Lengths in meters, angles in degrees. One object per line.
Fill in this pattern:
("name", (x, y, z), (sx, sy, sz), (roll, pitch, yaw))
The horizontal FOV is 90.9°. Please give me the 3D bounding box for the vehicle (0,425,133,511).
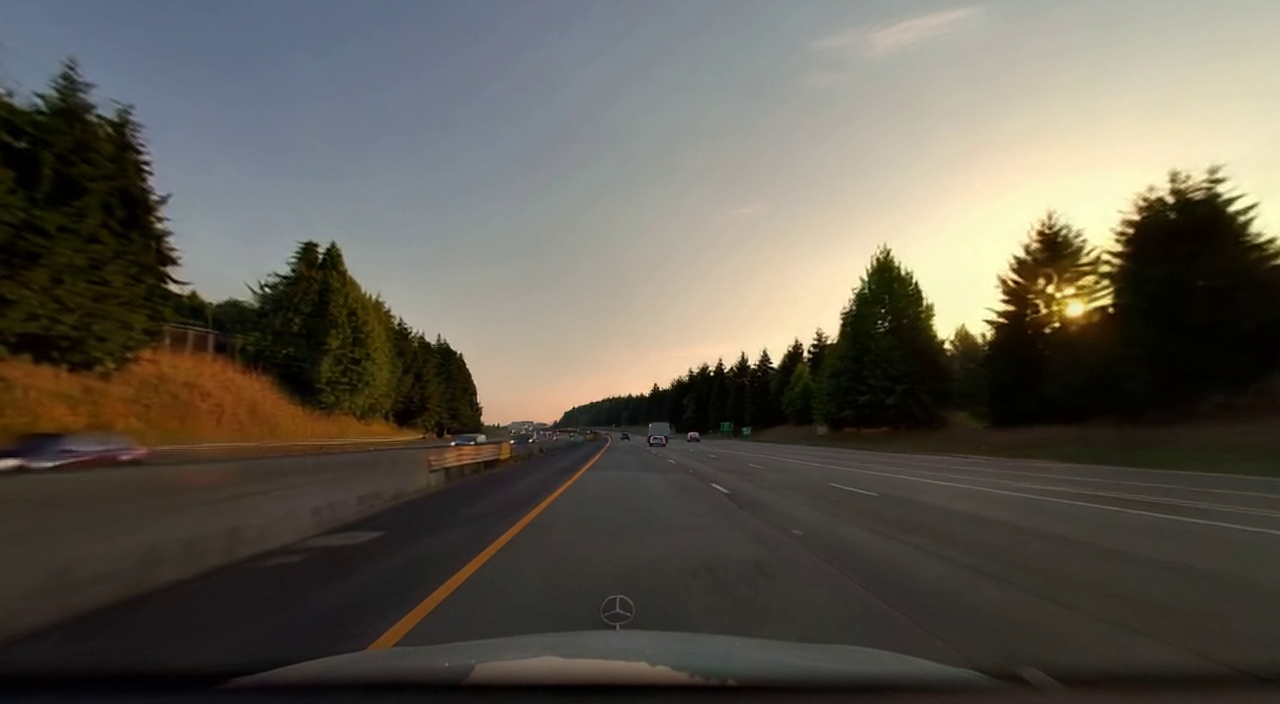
("vehicle", (-12.576, 2.282, 12.682), (1.781, 1.557, 3.545), (0, -8, -1))
